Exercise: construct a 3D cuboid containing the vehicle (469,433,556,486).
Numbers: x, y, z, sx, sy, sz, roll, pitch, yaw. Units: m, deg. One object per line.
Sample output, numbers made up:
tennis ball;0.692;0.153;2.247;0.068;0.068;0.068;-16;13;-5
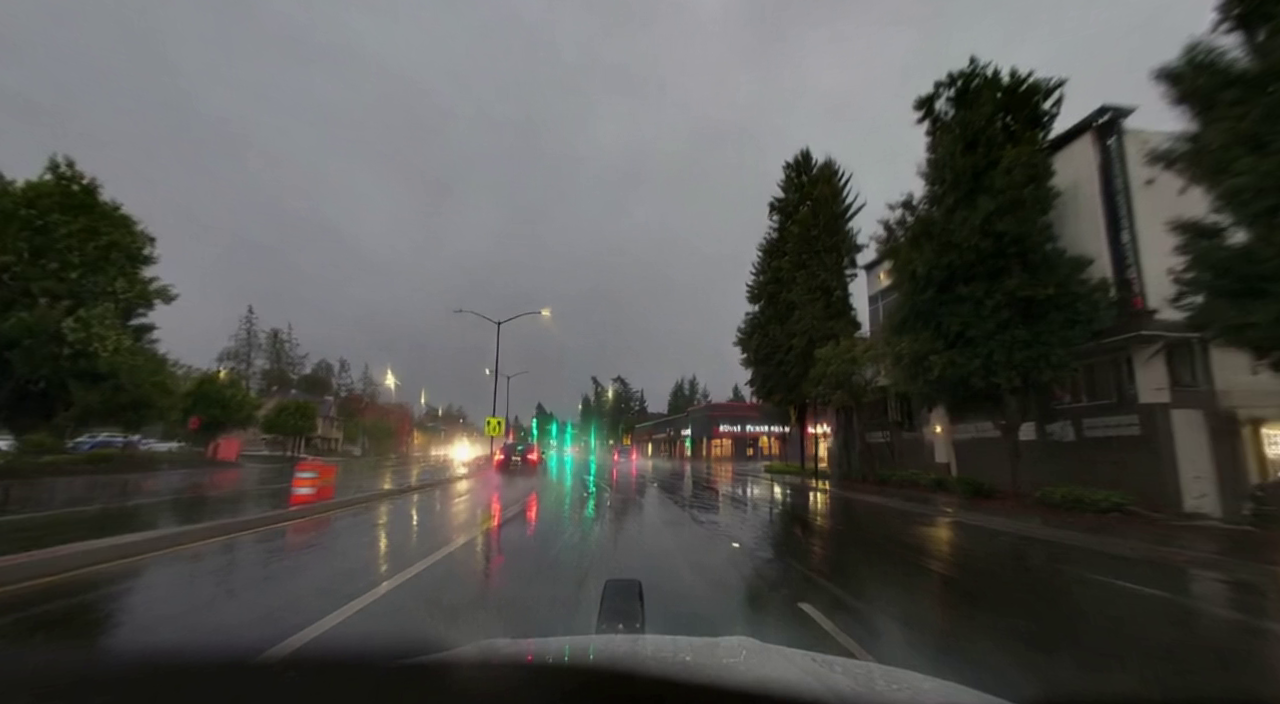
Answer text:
vehicle;-4.431;3.822;22.717;2.381;1.721;4.186;0;-9;-2
